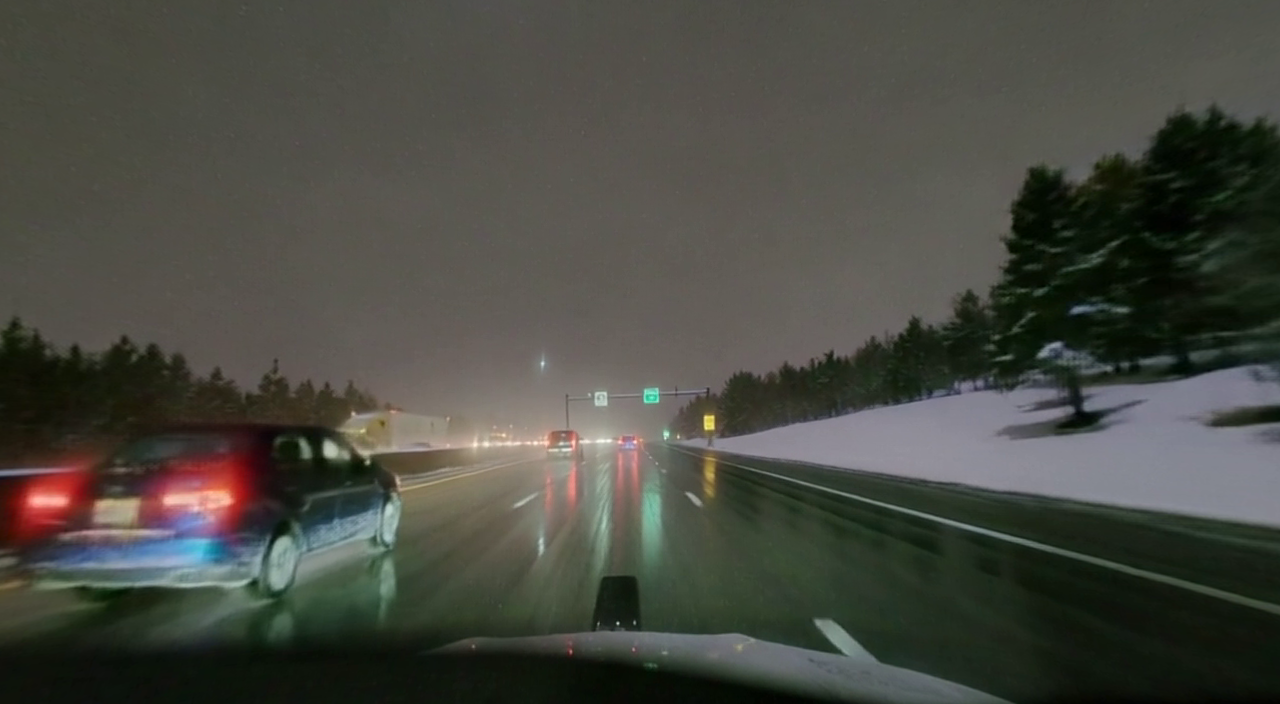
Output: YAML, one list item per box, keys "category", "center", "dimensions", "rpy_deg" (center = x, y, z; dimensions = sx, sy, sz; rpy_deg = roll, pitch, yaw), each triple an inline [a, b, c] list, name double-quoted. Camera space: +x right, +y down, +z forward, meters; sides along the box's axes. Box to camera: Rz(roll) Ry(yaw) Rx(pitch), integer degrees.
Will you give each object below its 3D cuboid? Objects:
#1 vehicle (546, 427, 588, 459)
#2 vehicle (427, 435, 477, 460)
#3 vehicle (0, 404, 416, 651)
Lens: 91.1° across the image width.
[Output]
- category: "vehicle"
  center: [-4.641, 5.854, 40.589]
  dimensions: [2.115, 1.887, 4.721]
  rpy_deg: [0, -8, 0]
- category: "vehicle"
  center: [-13.225, 6.703, 44.548]
  dimensions: [2.064, 1.646, 4.738]
  rpy_deg: [0, -8, 0]
- category: "vehicle"
  center: [-3.925, 1.398, 6.133]
  dimensions: [1.953, 1.550, 4.167]
  rpy_deg: [0, -8, 0]
